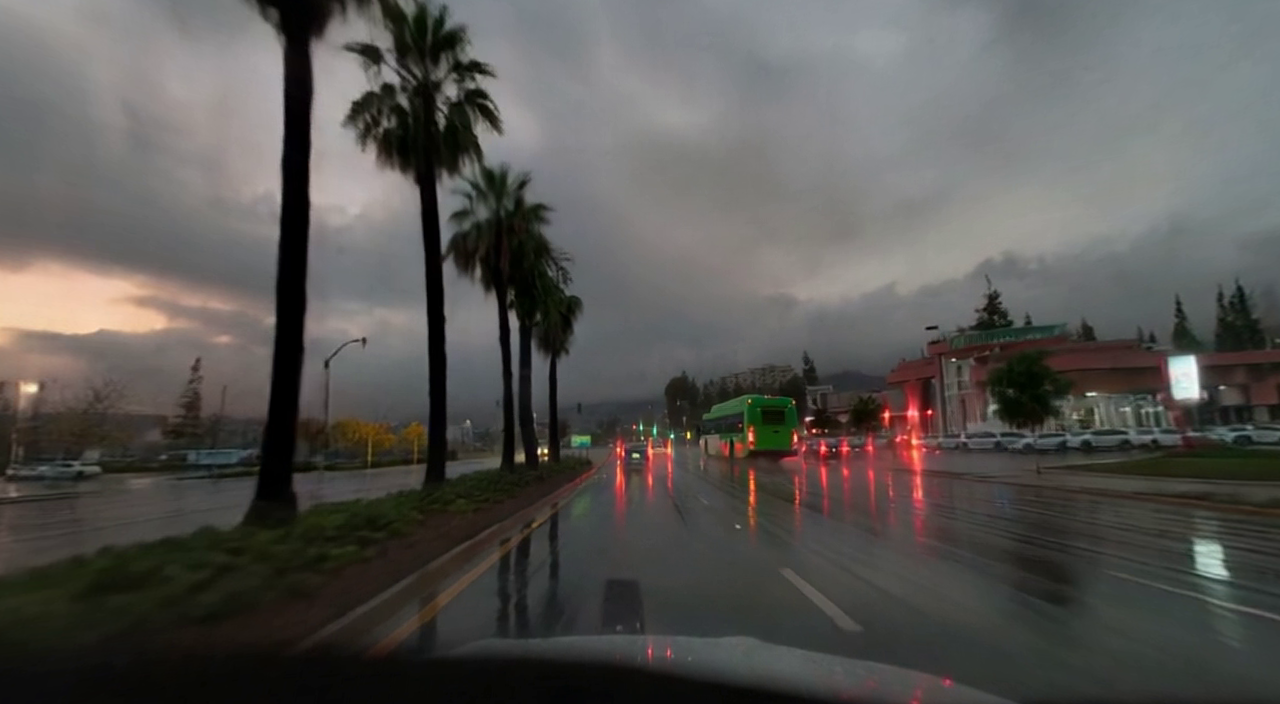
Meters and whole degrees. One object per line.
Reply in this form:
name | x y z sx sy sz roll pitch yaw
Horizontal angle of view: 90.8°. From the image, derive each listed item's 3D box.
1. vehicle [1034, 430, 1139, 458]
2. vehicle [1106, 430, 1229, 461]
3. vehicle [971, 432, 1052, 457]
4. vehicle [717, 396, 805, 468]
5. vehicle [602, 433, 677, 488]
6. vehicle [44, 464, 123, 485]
vehicle | 25.225 5.231 35.789 4.492 1.492 1.855 0 -9 0
vehicle | 25.742 4.566 30.950 4.319 1.444 1.888 0 -9 -1
vehicle | 25.242 6.306 43.007 4.260 1.455 1.767 -3 -8 2
vehicle | 6.290 4.467 34.619 2.795 3.383 9.287 0 -9 -1
vehicle | -0.039 3.303 19.544 2.065 1.477 4.306 0 -9 -1
vehicle | -43.779 9.630 49.777 1.714 1.415 4.313 -7 -11 39
